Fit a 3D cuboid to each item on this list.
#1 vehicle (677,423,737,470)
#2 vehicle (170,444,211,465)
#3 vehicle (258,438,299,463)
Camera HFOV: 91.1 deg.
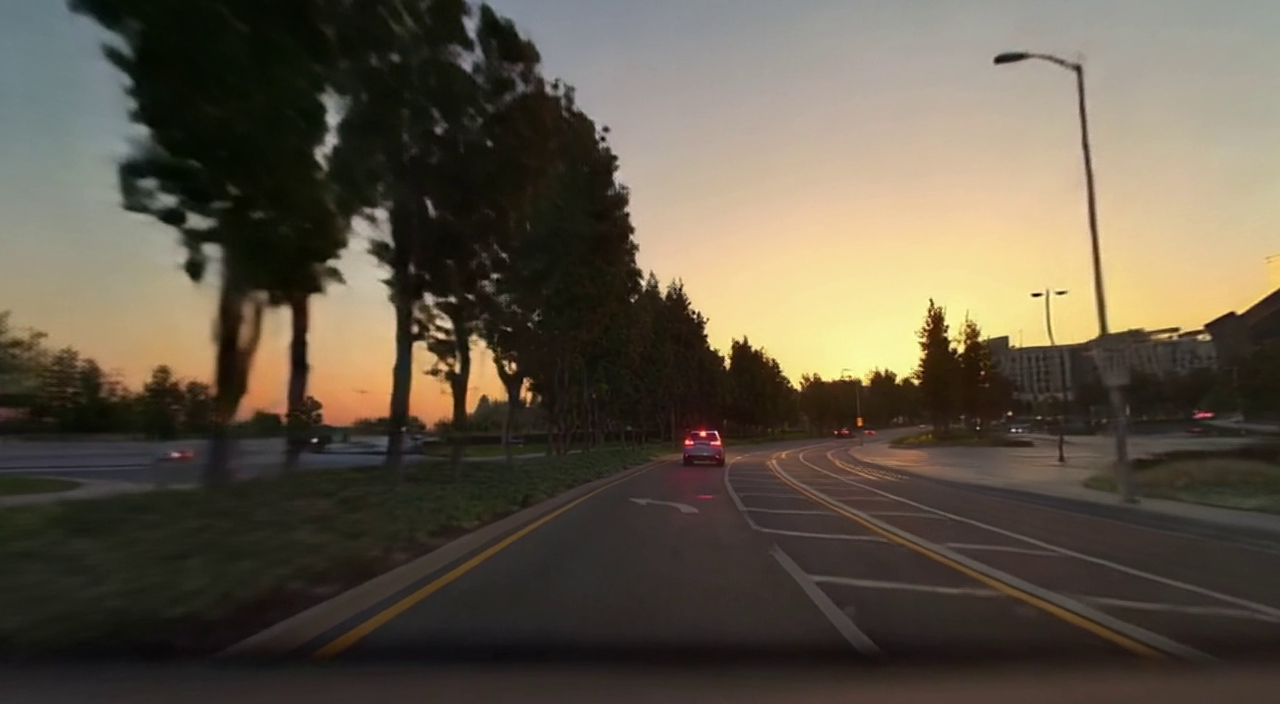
[{"bbox_3d":[3.234,4.381,29.224,2.371,1.926,5.615,-1,-9,10],"label":"vehicle"},{"bbox_3d":[-33.686,7.664,47.148,1.983,1.491,4.333,5,-10,-29],"label":"vehicle"},{"bbox_3d":[-28.656,7.793,49.873,2.123,1.834,4.749,4,-9,-23],"label":"vehicle"}]
